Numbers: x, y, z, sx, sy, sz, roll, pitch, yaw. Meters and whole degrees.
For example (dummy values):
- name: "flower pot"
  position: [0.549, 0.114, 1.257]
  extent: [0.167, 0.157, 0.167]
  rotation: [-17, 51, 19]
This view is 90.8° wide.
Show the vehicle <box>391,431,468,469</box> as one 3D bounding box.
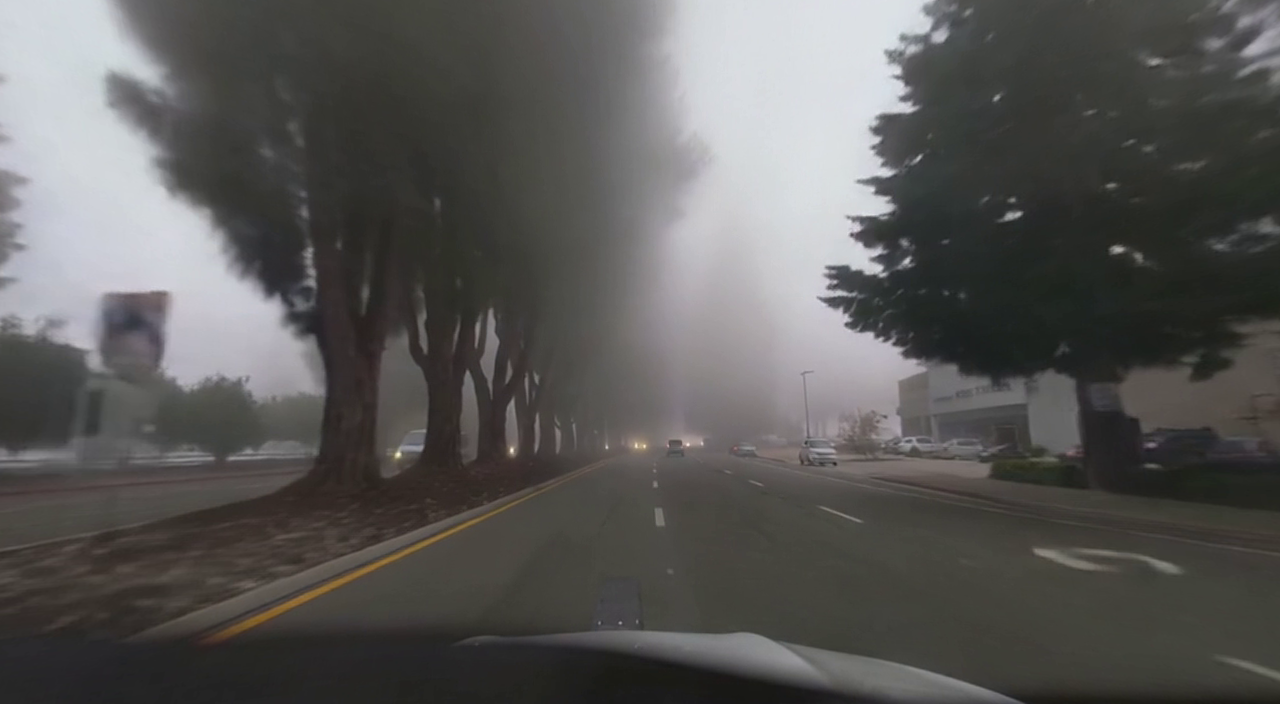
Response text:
- name: "vehicle"
  position: [-14.179, 6.678, 43.190]
  extent: [2.626, 2.310, 6.781]
  rotation: [-1, -9, 3]

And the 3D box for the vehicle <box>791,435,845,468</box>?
- name: "vehicle"
  position: [11.373, 6.434, 40.731]
  extent: [2.264, 1.958, 5.135]
  rotation: [-1, -9, 4]
